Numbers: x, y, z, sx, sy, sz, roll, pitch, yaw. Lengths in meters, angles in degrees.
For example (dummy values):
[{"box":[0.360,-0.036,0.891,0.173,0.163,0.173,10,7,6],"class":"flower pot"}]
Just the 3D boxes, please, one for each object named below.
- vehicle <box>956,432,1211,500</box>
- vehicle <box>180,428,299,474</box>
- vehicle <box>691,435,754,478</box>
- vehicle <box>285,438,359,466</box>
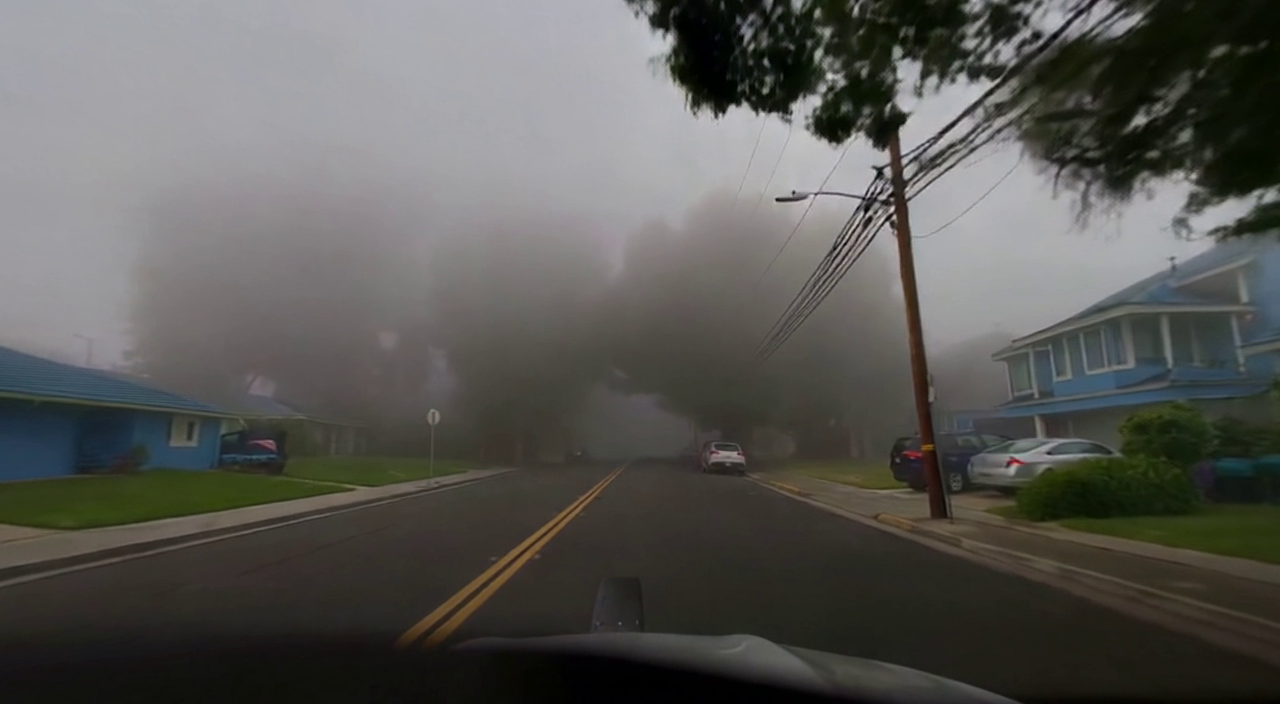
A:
[{"box":[10.546,2.730,15.333,4.625,1.501,2.011,0,-8,1],"class":"vehicle"},{"box":[-17.608,4.386,28.166,2.034,1.829,5.161,0,-9,-1],"class":"vehicle"},{"box":[3.889,5.048,30.814,2.114,1.858,5.144,0,-8,-3],"class":"vehicle"},{"box":[-21.181,6.694,42.413,2.139,1.746,5.099,-1,-9,3],"class":"vehicle"}]
